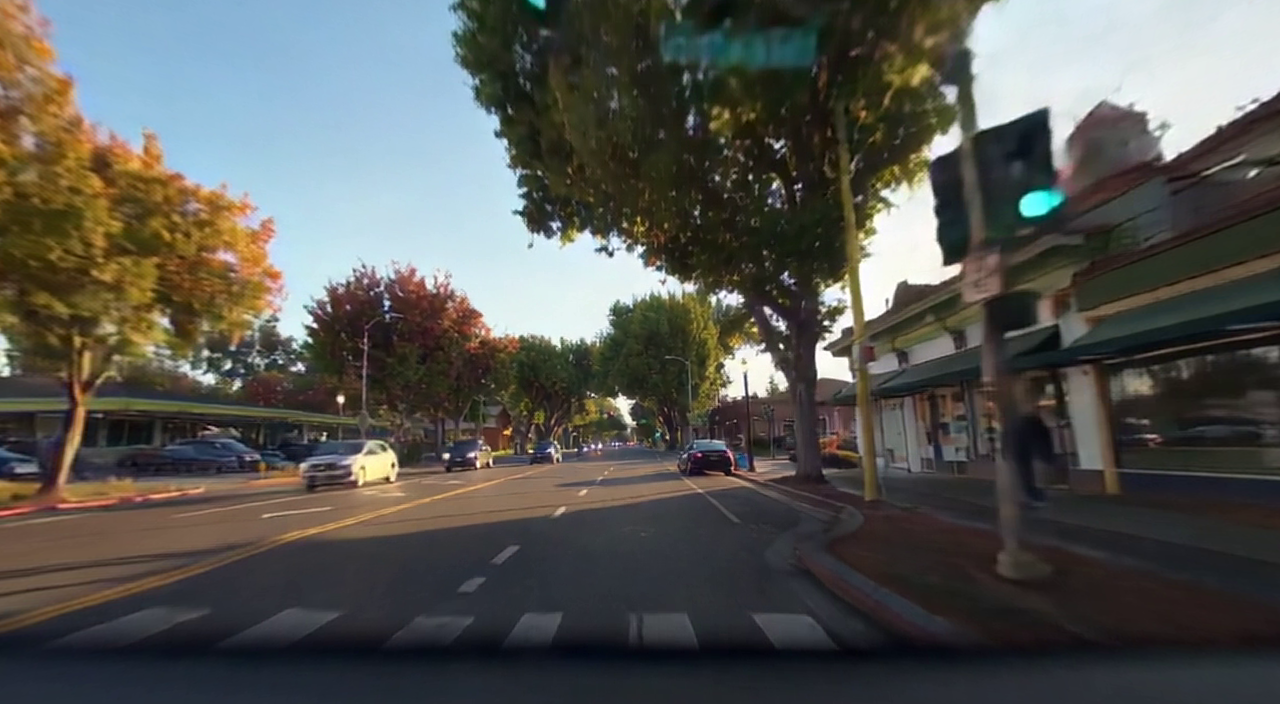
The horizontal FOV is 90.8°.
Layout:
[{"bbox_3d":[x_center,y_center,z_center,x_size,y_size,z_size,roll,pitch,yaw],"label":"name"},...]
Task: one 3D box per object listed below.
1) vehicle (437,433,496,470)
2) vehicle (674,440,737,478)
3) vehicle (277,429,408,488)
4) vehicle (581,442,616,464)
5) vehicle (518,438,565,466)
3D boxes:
[{"bbox_3d":[-10.234,5.886,37.594,2.088,2.031,4.616,0,-8,1],"label":"vehicle"},{"bbox_3d":[2.714,4.583,27.301,2.034,1.491,4.618,1,-8,-3],"label":"vehicle"},{"bbox_3d":[-10.221,3.701,22.261,2.116,1.817,4.964,0,-8,1],"label":"vehicle"},{"bbox_3d":[-2.932,7.259,45.557,2.122,1.469,4.388,0,-8,1],"label":"vehicle"},{"bbox_3d":[-6.690,6.875,43.669,2.371,1.800,4.987,0,-8,1],"label":"vehicle"}]
